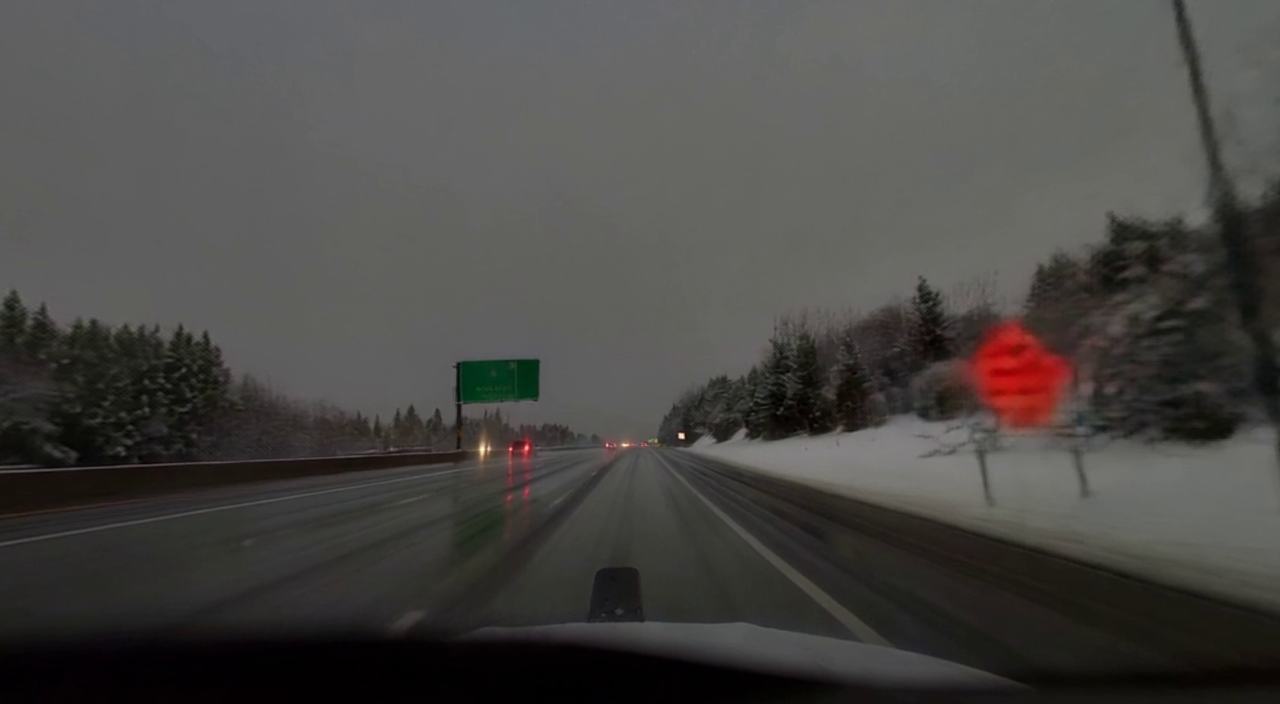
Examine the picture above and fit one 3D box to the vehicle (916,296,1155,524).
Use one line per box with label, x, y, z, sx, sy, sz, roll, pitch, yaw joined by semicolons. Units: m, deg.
vehicle;6.738;1.057;11.223;2.397;3.584;2.509;0;-8;2
